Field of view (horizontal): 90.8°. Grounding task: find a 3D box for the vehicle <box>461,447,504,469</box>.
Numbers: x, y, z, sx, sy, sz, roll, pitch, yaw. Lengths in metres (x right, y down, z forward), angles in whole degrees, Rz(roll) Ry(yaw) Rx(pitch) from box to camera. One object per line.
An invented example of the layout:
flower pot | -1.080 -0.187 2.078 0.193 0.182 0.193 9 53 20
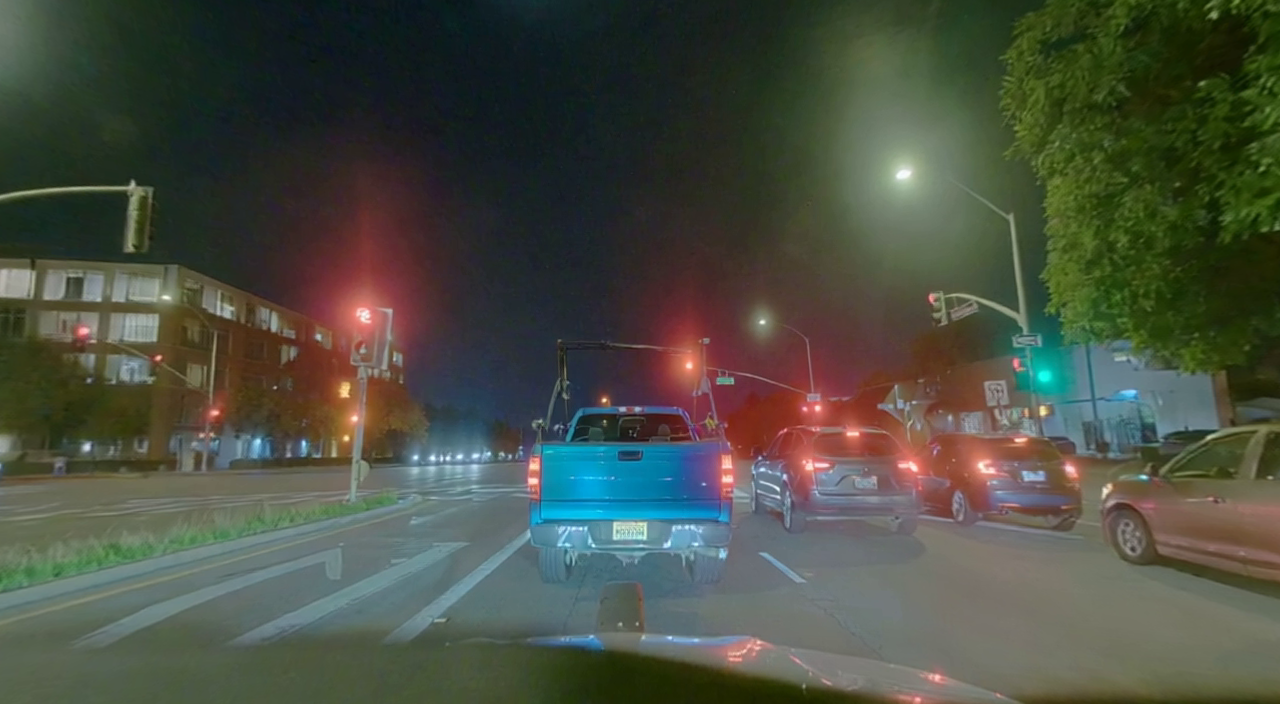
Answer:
vehicle | -11.741 7.917 47.388 1.989 1.459 4.667 0 -8 1

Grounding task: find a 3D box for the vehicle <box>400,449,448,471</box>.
vehicle | -15.828 7.904 46.557 1.915 1.491 4.347 0 -8 1

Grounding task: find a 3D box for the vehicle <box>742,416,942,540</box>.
vehicle | 3.231 2.119 11.250 2.013 1.742 4.424 0 -8 -1

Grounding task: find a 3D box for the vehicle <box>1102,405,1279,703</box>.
vehicle | 3.253 0.708 0.764 2.057 1.463 4.365 0 -8 0

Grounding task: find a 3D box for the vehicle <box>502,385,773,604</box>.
vehicle | -0.118 1.570 7.870 2.344 1.883 4.572 0 -8 -3

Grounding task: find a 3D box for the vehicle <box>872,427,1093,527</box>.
vehicle | 6.545 2.410 12.802 2.002 1.651 4.305 0 -8 -1
